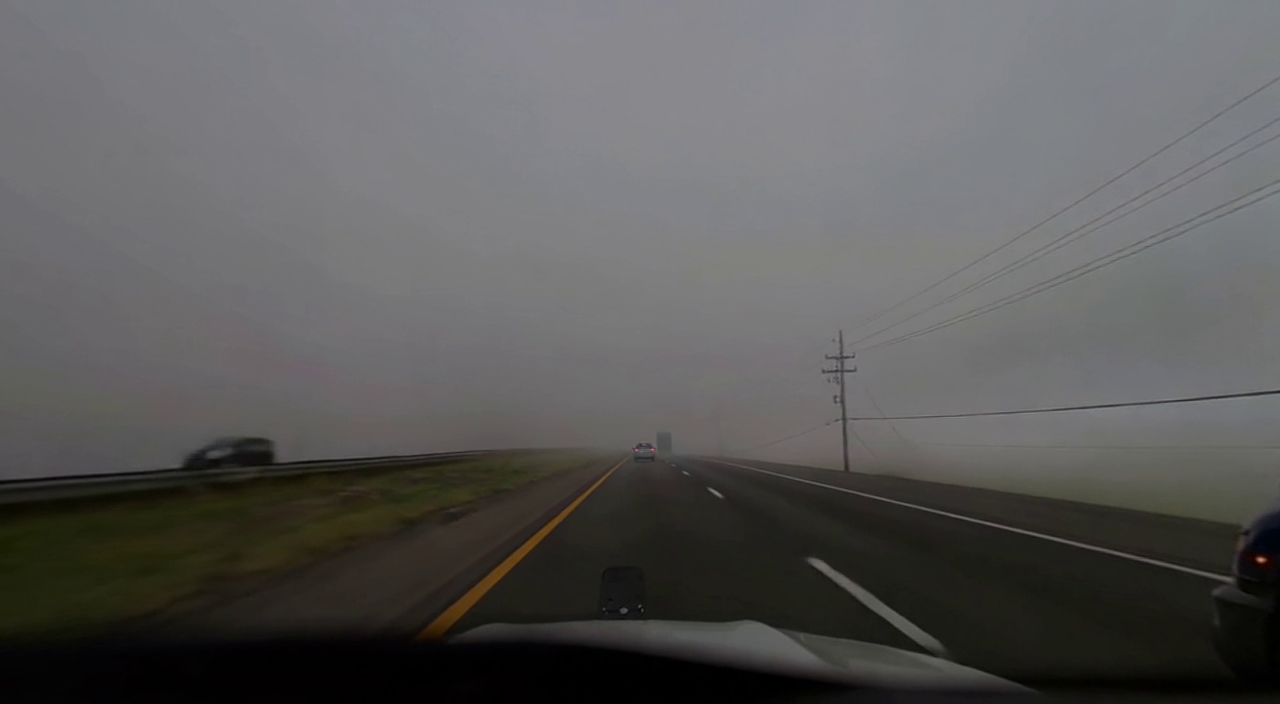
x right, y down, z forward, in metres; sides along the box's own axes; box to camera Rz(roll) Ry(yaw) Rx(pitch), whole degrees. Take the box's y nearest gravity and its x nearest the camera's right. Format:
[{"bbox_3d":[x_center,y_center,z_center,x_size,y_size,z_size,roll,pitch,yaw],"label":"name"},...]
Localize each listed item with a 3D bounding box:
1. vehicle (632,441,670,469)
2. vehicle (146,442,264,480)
[{"bbox_3d":[0.652,6.235,38.238,2.192,1.556,4.132,-1,-9,1],"label":"vehicle"},{"bbox_3d":[-20.291,5.086,29.760,2.020,1.614,4.862,-1,-9,1],"label":"vehicle"}]
